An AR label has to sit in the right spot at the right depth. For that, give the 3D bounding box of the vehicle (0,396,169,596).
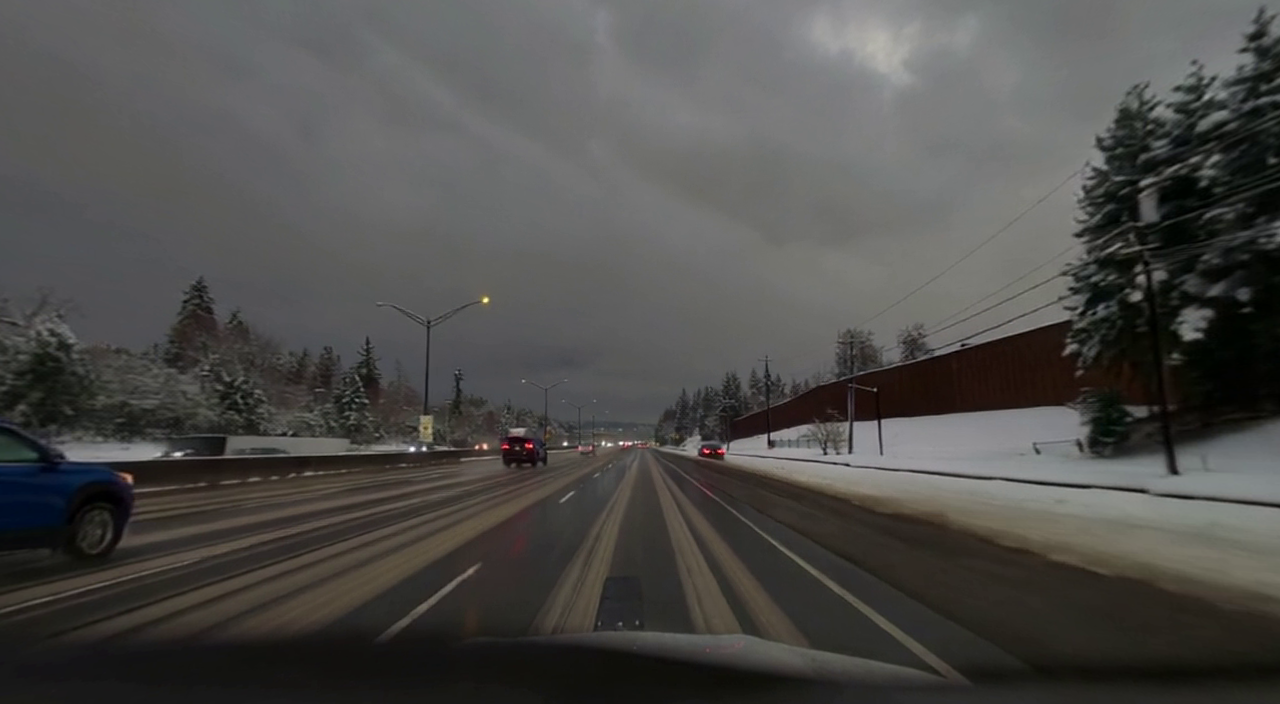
[{"bbox_3d":[-6.543,1.166,4.974,2.058,1.698,4.567,0,-9,0],"label":"vehicle"}]

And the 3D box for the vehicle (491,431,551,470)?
[{"bbox_3d":[-6.340,5.365,34.242,2.255,1.934,4.868,0,-9,1],"label":"vehicle"}]

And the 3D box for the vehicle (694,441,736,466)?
[{"bbox_3d":[4.922,6.764,41.956,2.251,1.520,4.550,1,-9,0],"label":"vehicle"}]

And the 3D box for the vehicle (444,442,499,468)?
[{"bbox_3d":[-10.099,6.214,38.123,2.042,1.485,4.395,0,-9,1],"label":"vehicle"}]

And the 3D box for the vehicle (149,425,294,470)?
[{"bbox_3d":[-29.509,6.886,45.325,3.062,2.818,10.542,0,-9,1],"label":"vehicle"}]
